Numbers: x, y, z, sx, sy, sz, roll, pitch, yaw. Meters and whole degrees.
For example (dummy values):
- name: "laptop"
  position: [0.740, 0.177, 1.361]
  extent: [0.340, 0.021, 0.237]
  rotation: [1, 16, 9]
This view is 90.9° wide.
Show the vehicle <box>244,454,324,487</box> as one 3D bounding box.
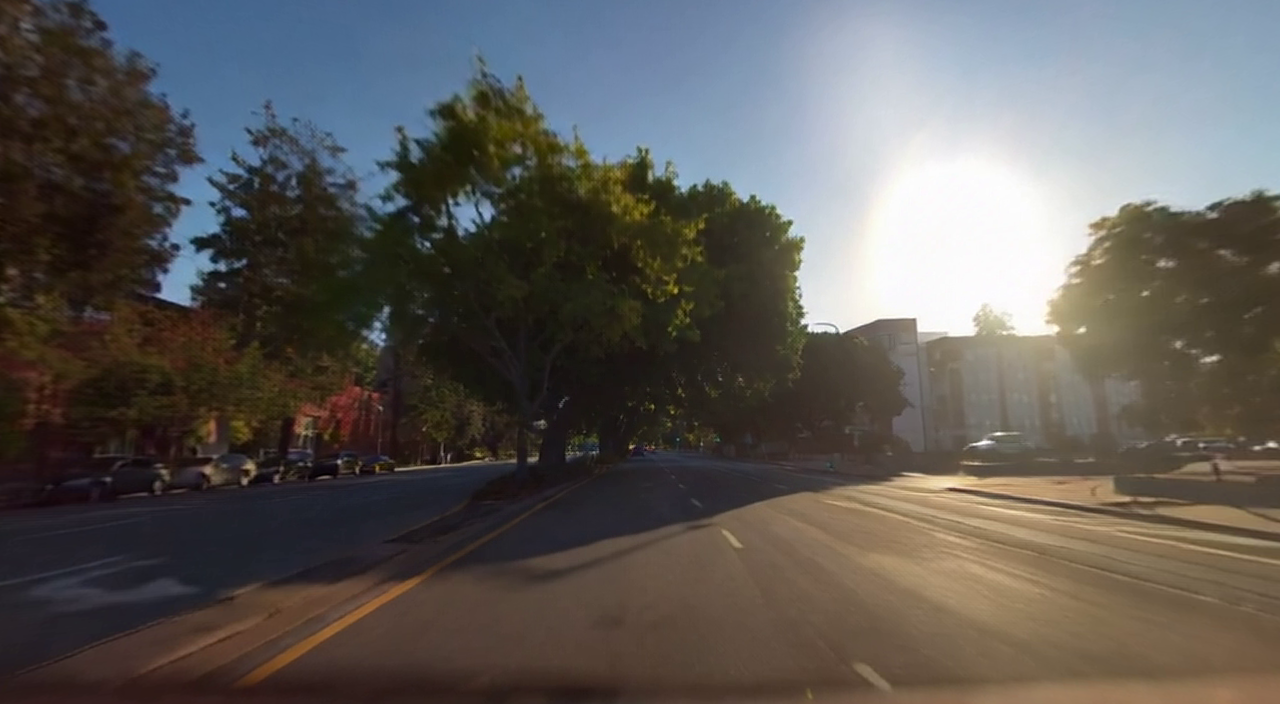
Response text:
- name: "vehicle"
  position: [-18.262, 6.051, 32.564]
  extent: [1.736, 1.489, 4.347]
  rotation: [0, -8, -2]

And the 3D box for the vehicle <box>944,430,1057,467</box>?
- name: "vehicle"
  position: [22.129, 5.944, 38.874]
  extent: [5.532, 2.065, 2.166]
  rotation: [-1, -8, 0]

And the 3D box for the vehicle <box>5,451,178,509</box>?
- name: "vehicle"
  position: [-18.088, 4.187, 21.135]
  extent: [1.952, 1.649, 4.414]
  rotation: [0, -8, -3]

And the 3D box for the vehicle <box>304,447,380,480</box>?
- name: "vehicle"
  position: [-17.919, 6.701, 38.202]
  extent: [1.941, 1.848, 5.279]
  rotation: [0, -8, 1]

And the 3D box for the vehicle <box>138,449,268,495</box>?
- name: "vehicle"
  position: [-18.252, 4.982, 26.694]
  extent: [2.115, 1.716, 4.900]
  rotation: [0, -8, -2]
